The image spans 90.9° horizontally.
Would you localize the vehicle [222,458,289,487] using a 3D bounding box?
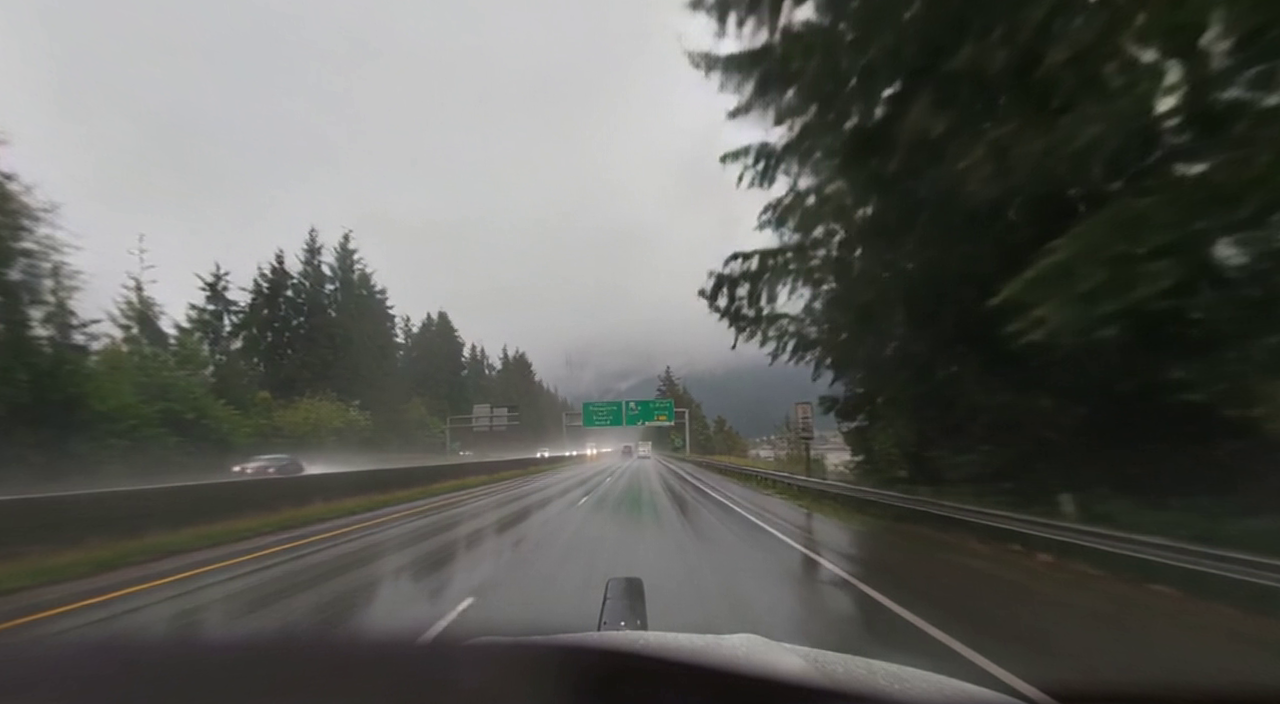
[{"bbox_3d":[-26.355,8.250,43.382,2.049,1.755,4.884,1,-9,-8],"label":"vehicle"}]
